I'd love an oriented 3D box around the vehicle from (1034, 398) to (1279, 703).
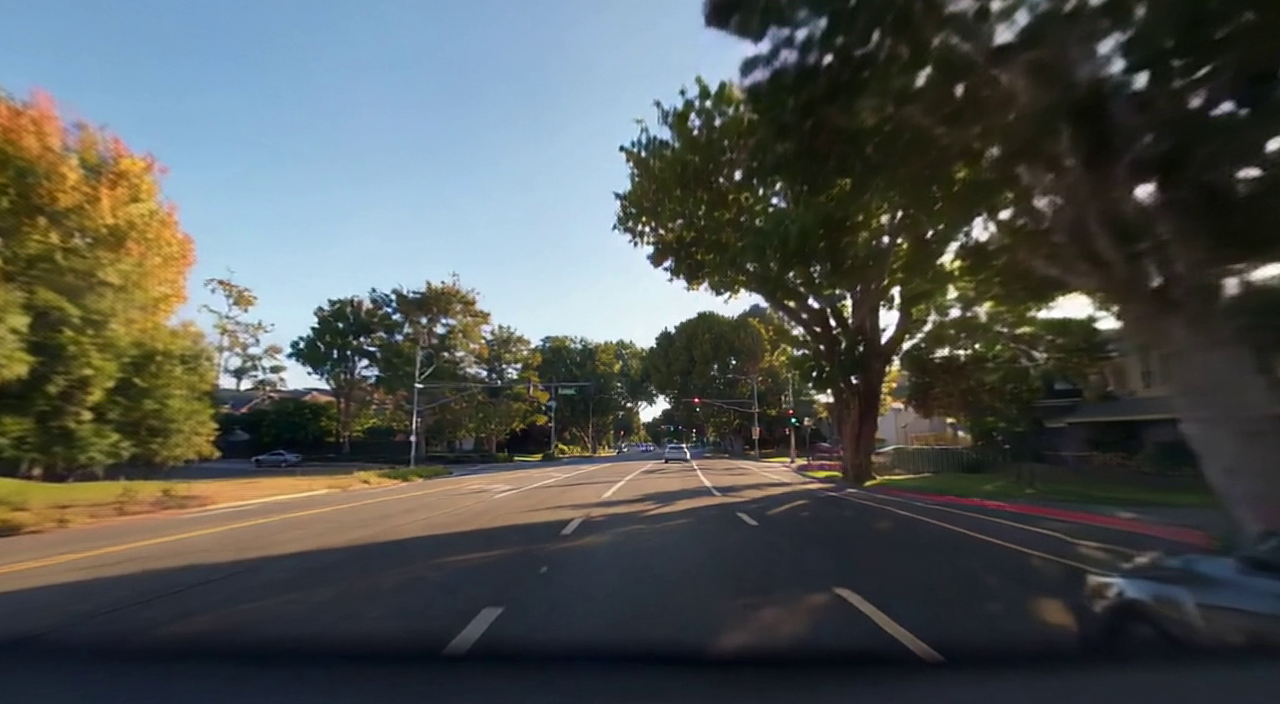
[{"bbox_3d":[3.235,0.775,1.279,2.134,1.476,4.327,0,-8,1],"label":"vehicle"}]
